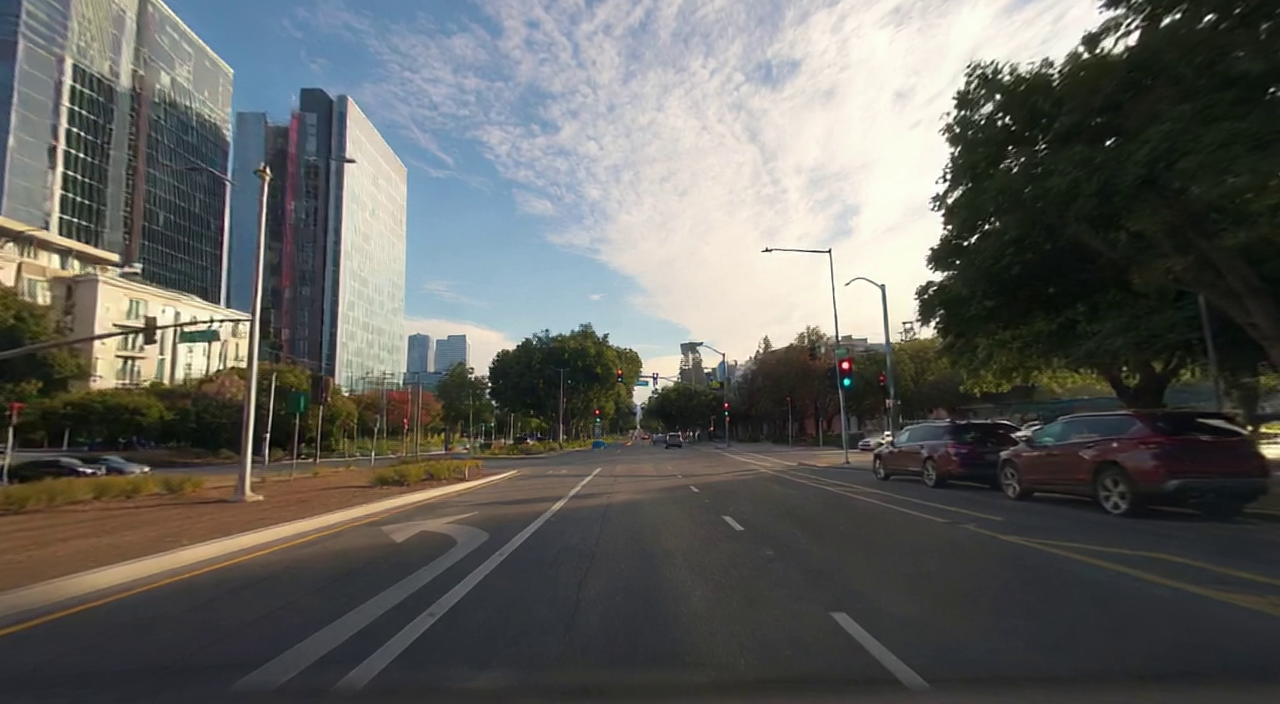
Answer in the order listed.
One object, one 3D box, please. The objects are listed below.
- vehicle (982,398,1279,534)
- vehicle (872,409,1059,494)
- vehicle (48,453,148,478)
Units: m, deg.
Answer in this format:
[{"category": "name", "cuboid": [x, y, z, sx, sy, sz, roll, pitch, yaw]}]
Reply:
[{"category": "vehicle", "cuboid": [7.988, 1.792, 10.429, 2.111, 1.710, 4.725, -1, -8, 1]}, {"category": "vehicle", "cuboid": [8.059, 2.546, 16.367, 2.100, 1.828, 4.879, 0, -8, -2]}, {"category": "vehicle", "cuboid": [-35.399, 7.410, 41.321, 4.721, 1.464, 1.868, 0, -8, -1]}]
